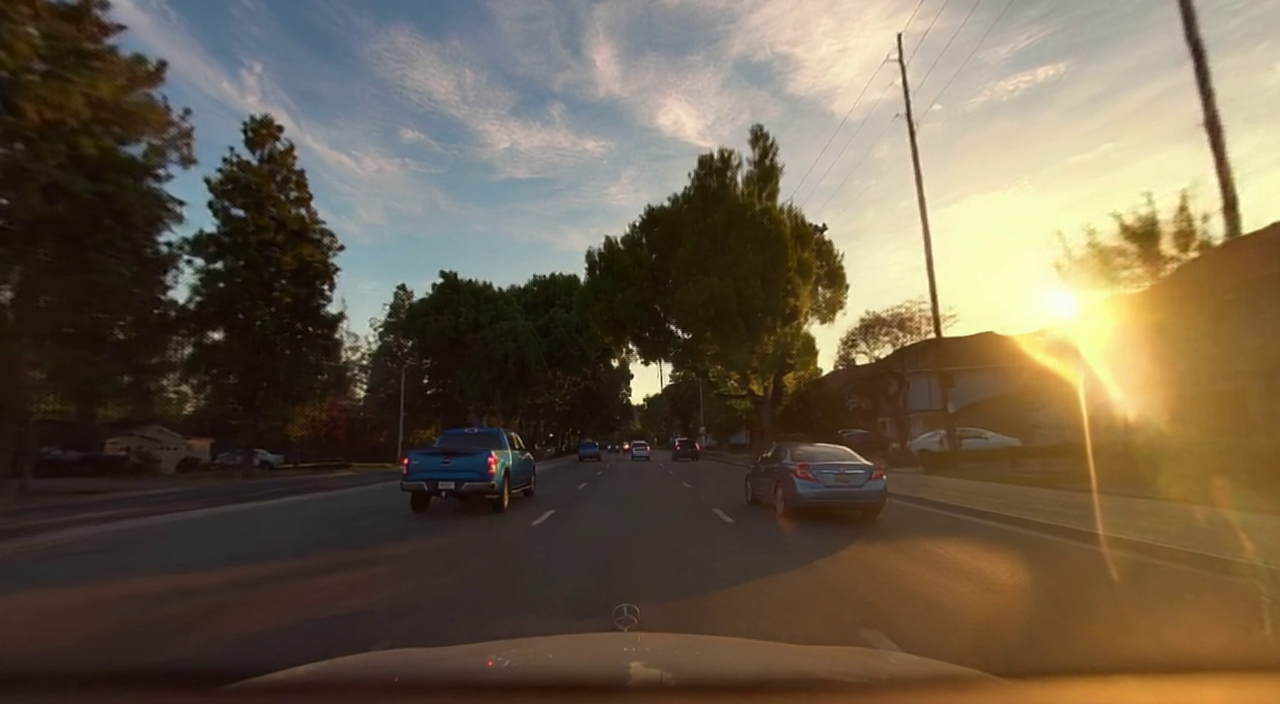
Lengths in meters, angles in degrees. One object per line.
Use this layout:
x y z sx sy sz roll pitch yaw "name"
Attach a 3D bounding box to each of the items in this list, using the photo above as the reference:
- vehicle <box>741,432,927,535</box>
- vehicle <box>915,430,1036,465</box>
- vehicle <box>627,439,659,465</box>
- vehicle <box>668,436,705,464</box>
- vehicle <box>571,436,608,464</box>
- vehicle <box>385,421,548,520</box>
3.130 2.205 11.242 1.884 1.463 4.195 0 -8 -1 "vehicle"
14.729 4.217 27.886 4.267 1.480 1.817 0 -8 1 "vehicle"
0.148 6.651 42.292 1.997 1.636 3.760 0 -8 -1 "vehicle"
3.238 6.899 44.632 2.099 1.845 4.363 0 -8 -2 "vehicle"
-3.504 6.878 44.301 2.218 1.829 4.492 0 -8 0 "vehicle"
-3.499 2.515 13.993 2.111 1.745 5.274 0 -8 0 "vehicle"
